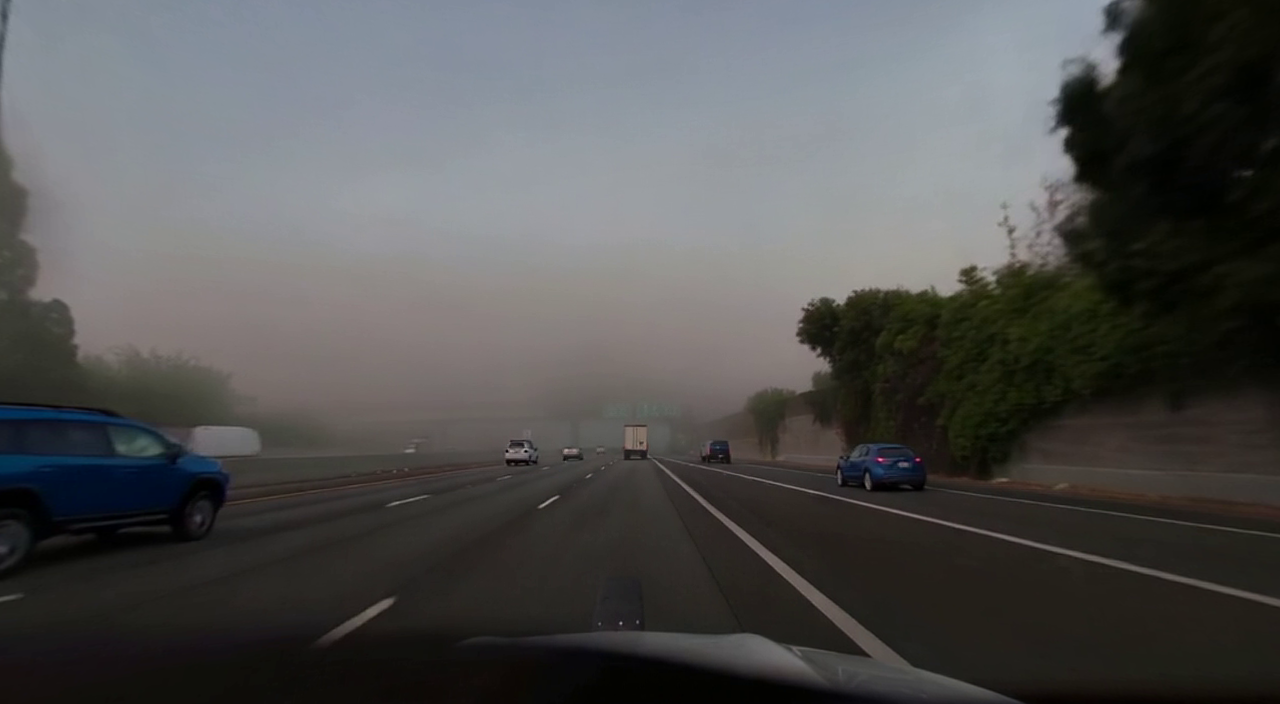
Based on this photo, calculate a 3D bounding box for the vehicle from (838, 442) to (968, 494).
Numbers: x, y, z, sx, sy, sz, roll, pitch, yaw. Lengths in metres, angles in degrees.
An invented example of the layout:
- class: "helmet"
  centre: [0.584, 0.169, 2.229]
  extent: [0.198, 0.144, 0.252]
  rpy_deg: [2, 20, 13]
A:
- class: "vehicle"
  centre: [8.519, 3.793, 20.975]
  extent: [2.075, 1.510, 4.569]
  rpy_deg: [1, -9, -4]

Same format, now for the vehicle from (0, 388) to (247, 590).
- class: "vehicle"
  centre: [-6.724, 1.344, 6.444]
  extent: [2.179, 1.753, 4.999]
  rpy_deg: [0, -9, 0]
